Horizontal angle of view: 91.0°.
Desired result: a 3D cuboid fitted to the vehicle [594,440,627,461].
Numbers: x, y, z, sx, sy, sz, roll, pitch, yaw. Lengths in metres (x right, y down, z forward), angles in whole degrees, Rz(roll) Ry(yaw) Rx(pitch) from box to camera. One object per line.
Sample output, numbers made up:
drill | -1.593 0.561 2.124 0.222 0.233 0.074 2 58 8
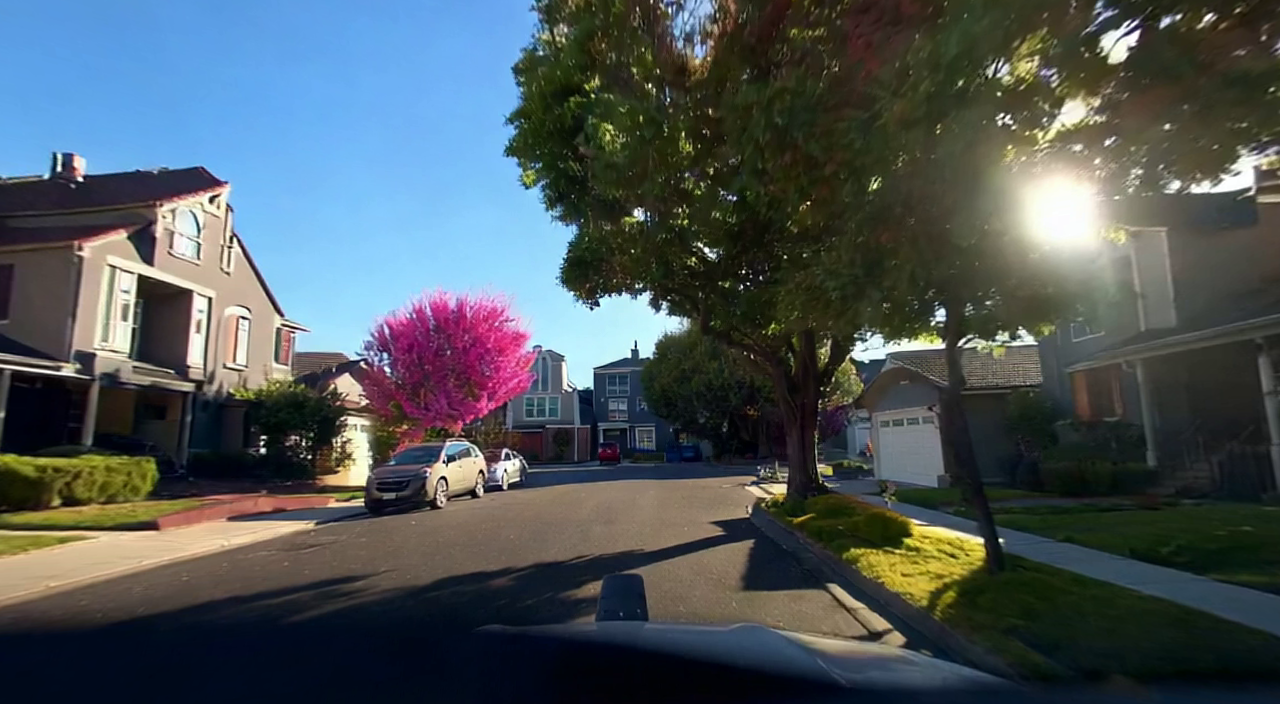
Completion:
vehicle | -2.158 7.467 47.634 1.968 1.491 4.486 -1 -9 4

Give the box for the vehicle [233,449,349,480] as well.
vehicle | -17.827 5.739 32.268 4.804 1.487 1.974 -1 -9 4

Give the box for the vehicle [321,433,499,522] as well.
vehicle | -5.235 2.907 15.212 2.139 1.783 4.717 -1 -9 6
